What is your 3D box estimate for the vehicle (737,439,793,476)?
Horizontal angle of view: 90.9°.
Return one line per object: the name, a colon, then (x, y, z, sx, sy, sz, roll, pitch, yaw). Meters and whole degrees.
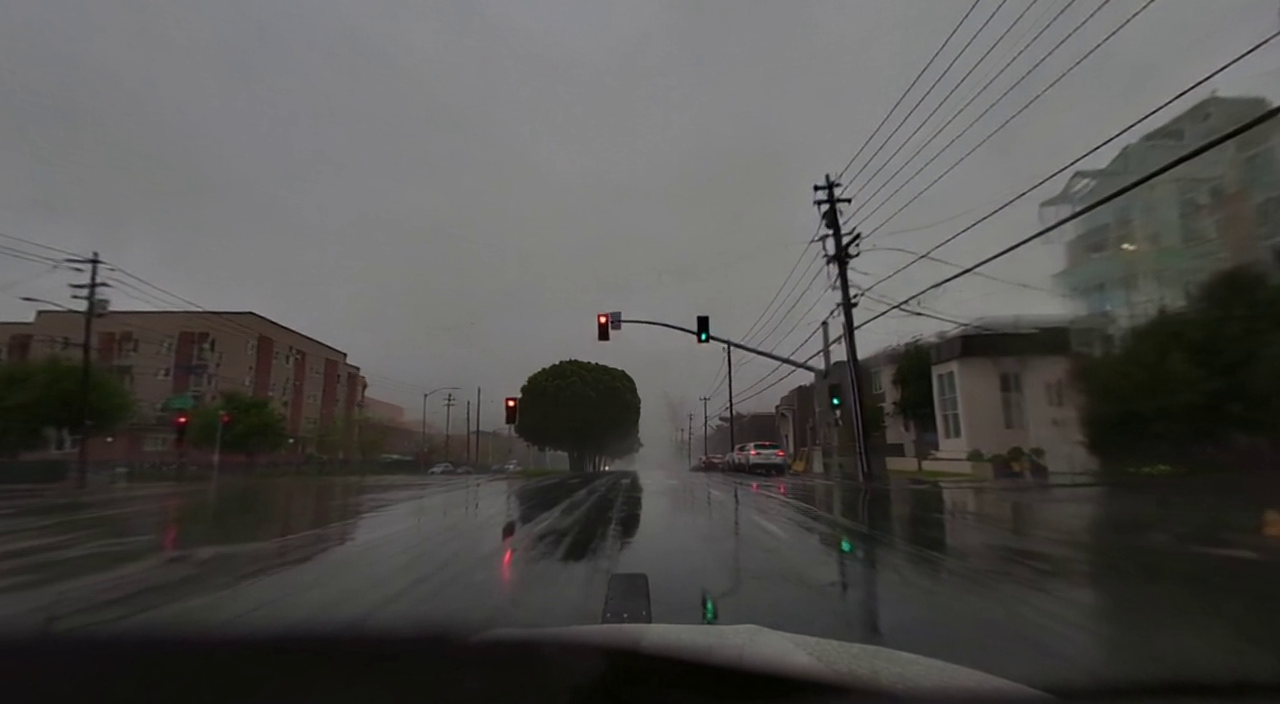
vehicle: (7.000, 5.956, 35.886, 2.148, 1.904, 4.910, 0, -8, -1)
